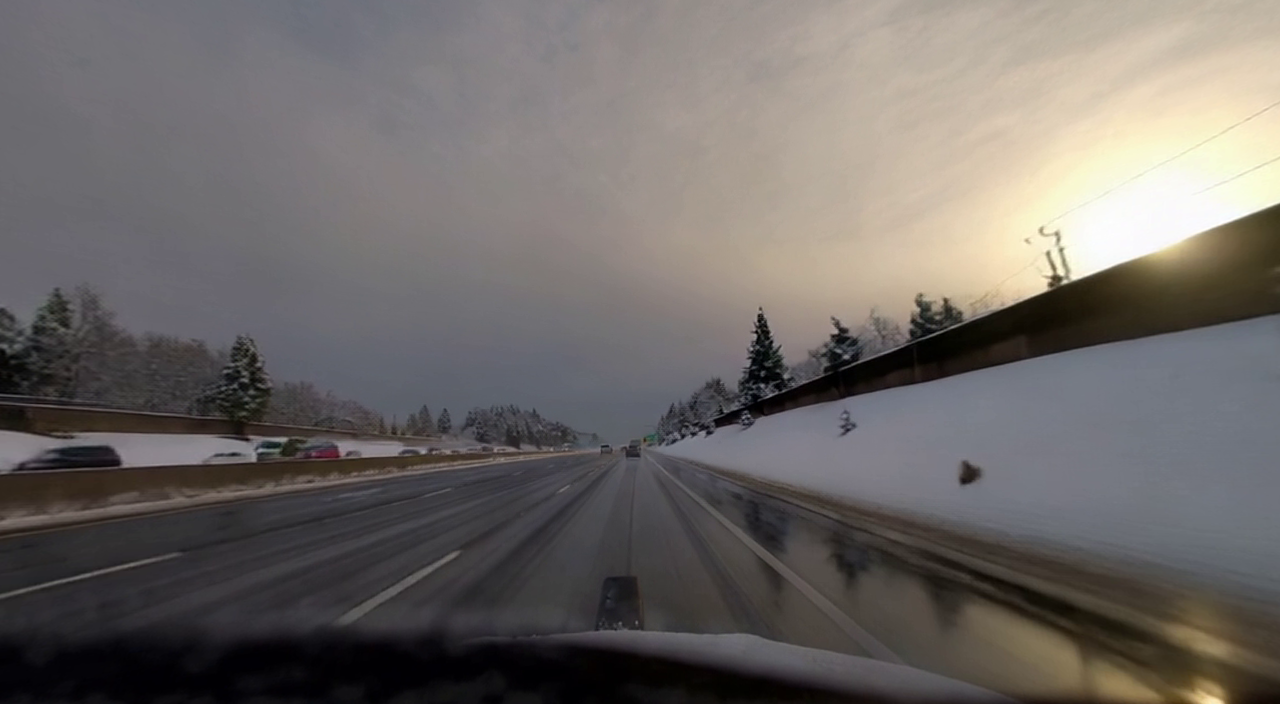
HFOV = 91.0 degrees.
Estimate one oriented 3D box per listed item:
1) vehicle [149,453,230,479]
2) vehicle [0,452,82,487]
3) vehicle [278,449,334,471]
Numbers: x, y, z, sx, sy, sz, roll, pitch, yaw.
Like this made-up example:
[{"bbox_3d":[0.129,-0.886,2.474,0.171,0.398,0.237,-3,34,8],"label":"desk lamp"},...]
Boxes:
[{"bbox_3d":[-30.002,7.581,42.130,1.952,1.600,4.623,0,-9,0],"label":"vehicle"},{"bbox_3d":[-33.930,6.417,34.770,1.972,1.772,4.648,0,-9,0],"label":"vehicle"},{"bbox_3d":[-26.160,8.460,49.507,1.899,1.662,4.476,0,-9,1],"label":"vehicle"}]
